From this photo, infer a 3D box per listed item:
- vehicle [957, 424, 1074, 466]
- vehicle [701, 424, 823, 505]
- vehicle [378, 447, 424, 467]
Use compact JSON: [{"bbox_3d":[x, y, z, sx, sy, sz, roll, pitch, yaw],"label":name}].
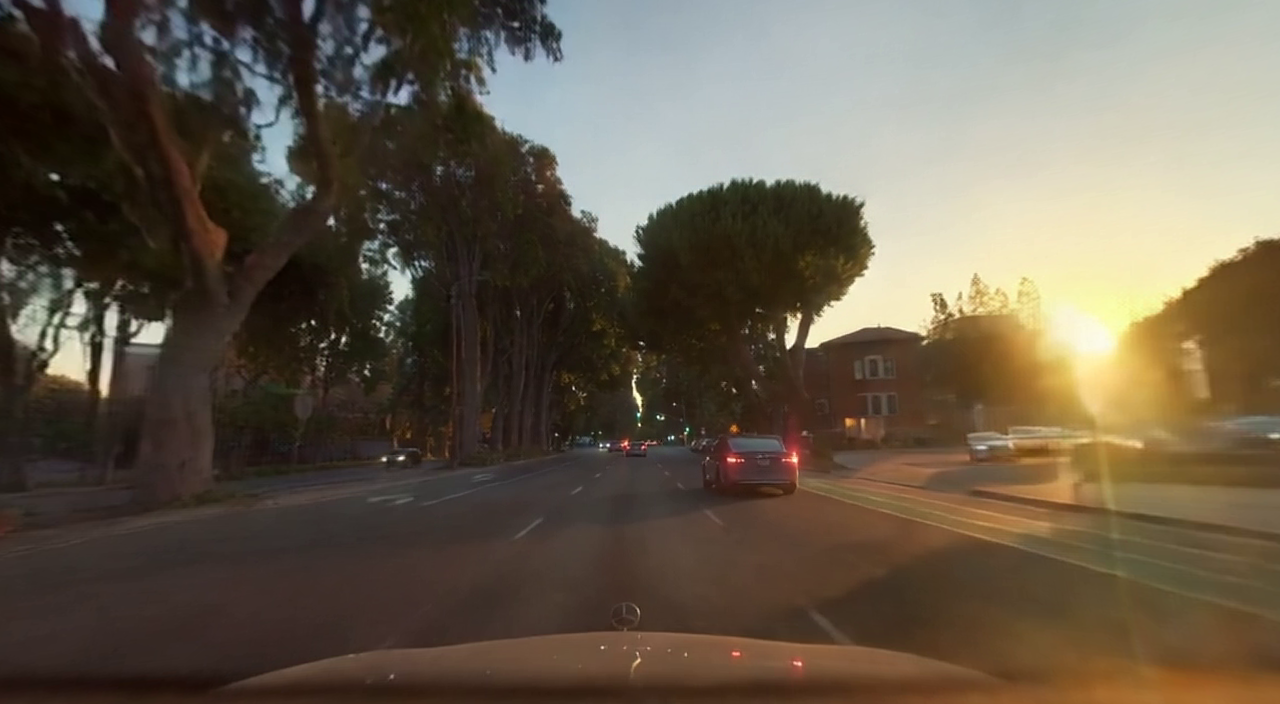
[{"bbox_3d":[17.386,4.347,29.508,2.131,1.782,5.183,0,-8,-2],"label":"vehicle"},{"bbox_3d":[2.743,2.636,15.164,2.022,1.656,4.025,0,-8,-1],"label":"vehicle"},{"bbox_3d":[-18.172,7.991,48.049,1.865,1.452,4.504,0,-8,-1],"label":"vehicle"}]
